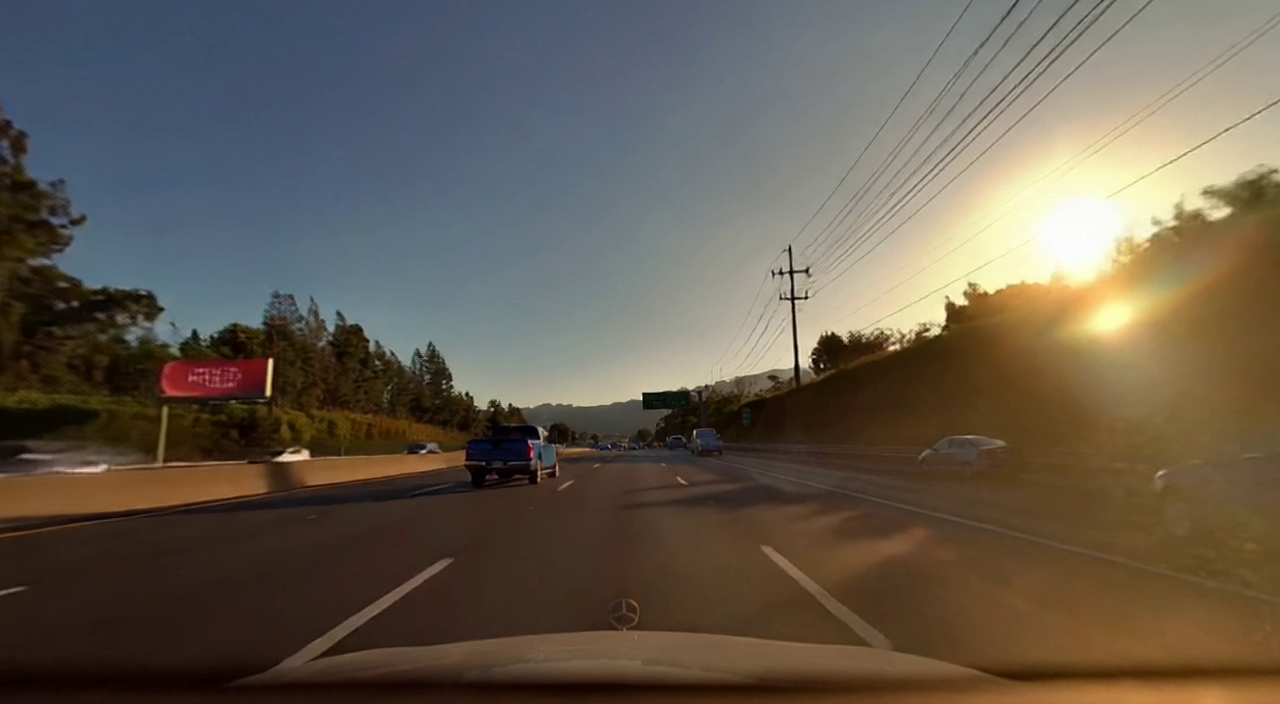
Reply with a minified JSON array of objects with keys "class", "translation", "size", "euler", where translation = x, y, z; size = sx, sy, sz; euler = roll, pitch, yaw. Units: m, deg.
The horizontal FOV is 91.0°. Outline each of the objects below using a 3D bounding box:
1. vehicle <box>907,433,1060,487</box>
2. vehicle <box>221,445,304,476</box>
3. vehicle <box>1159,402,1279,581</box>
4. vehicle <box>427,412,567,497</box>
[{"class":"vehicle","translation":[10.495,3.334,19.747],"size":[2.076,1.470,4.644],"euler":[0,-8,-1]},{"class":"vehicle","translation":[-21.806,6.265,36.630],"size":[1.970,1.705,4.552],"euler":[0,-8,0]},{"class":"vehicle","translation":[6.975,1.164,4.942],"size":[1.976,1.646,4.370],"euler":[0,-8,-1]},{"class":"vehicle","translation":[-3.812,2.938,18.335],"size":[2.508,2.023,6.176],"euler":[0,-8,1]}]
